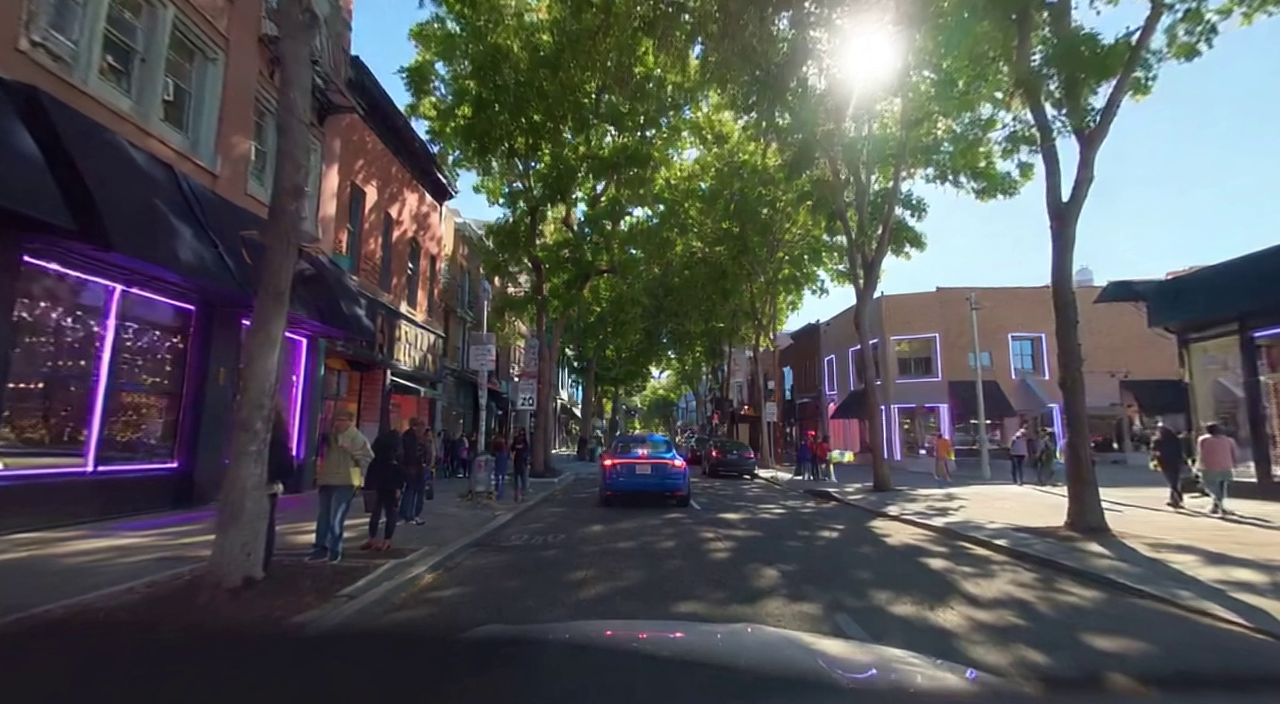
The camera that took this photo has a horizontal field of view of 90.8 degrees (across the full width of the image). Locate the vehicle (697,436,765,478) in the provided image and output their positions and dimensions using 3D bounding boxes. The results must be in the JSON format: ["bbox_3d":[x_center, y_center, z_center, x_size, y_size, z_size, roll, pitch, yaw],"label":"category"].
[{"bbox_3d":[3.575,4.226,25.712,2.025,1.523,4.426,0,-8,-1],"label":"vehicle"}]

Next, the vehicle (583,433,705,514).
[{"bbox_3d":[0.055,2.575,13.866,2.261,1.474,4.130,0,-8,-1],"label":"vehicle"}]
